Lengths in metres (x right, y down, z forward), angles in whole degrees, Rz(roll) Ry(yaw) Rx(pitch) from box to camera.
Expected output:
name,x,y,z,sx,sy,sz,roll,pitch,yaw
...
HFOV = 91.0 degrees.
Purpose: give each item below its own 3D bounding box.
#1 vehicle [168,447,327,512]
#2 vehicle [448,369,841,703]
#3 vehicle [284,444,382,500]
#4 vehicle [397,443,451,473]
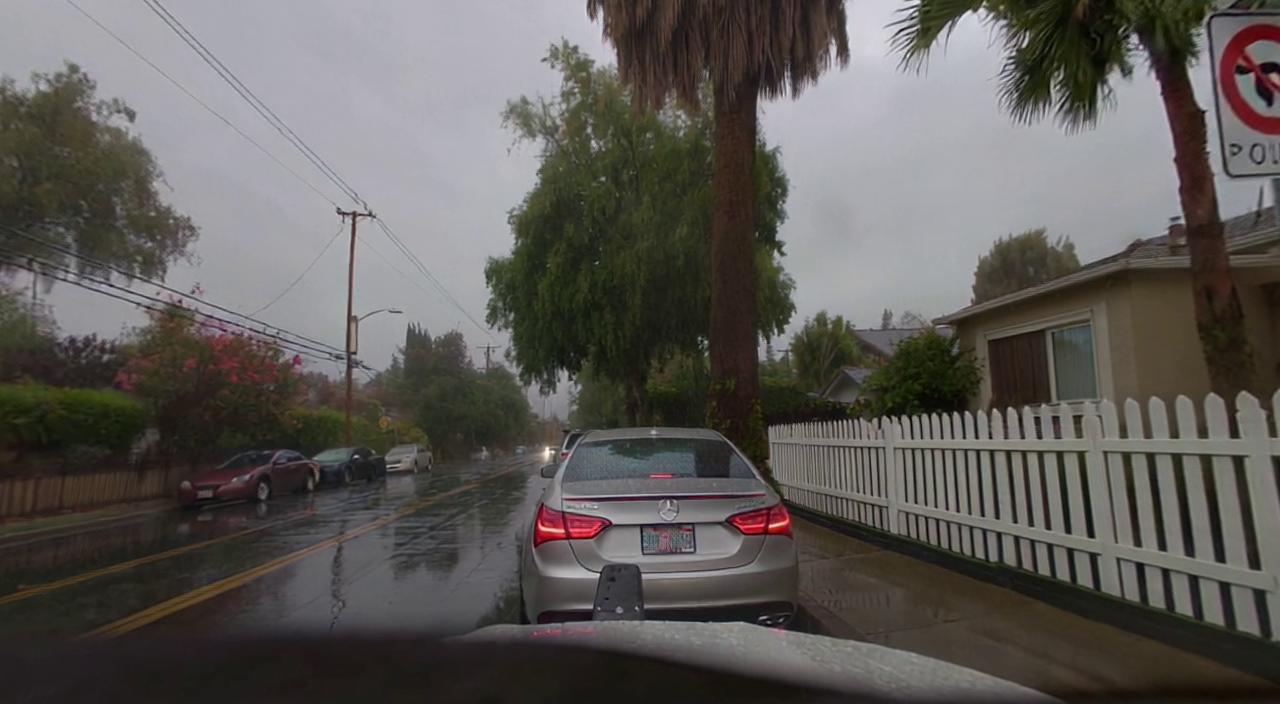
name,x,y,z,sx,sy,sz,roll,pitch,yaw
vehicle,-11.392,3.658,18.803,2.017,1.627,5.039,1,-8,-7
vehicle,-0.135,1.213,5.001,1.894,1.695,3.795,1,-8,-5
vehicle,-12.159,4.713,25.288,2.048,1.485,4.757,-4,-4,-7
vehicle,-13.165,6.465,38.704,2.060,1.689,4.999,1,-8,-7
